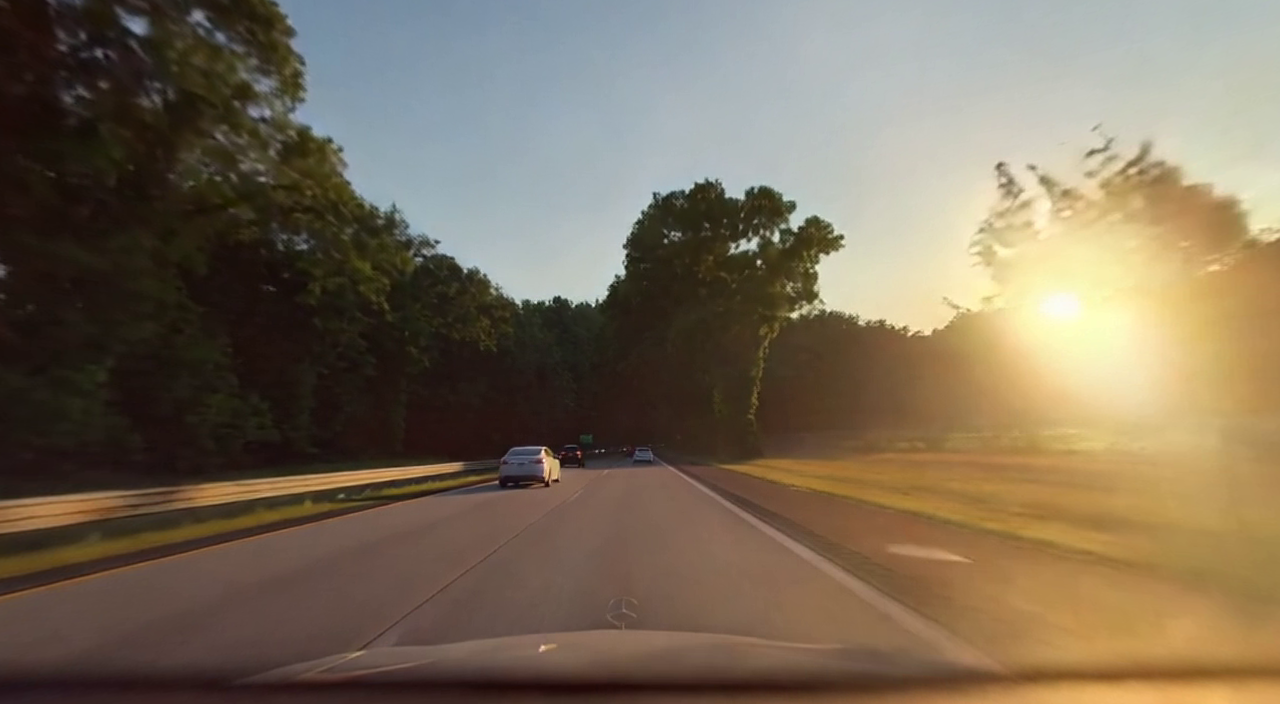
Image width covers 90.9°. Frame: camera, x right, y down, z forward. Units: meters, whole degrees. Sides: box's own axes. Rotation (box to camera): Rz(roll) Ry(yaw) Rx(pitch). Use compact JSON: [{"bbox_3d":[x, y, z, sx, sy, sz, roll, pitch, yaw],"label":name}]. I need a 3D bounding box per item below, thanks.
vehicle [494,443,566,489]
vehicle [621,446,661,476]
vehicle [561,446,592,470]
[{"bbox_3d":[-3.972,4.182,23.424,1.978,1.538,3.755,0,-9,0],"label":"vehicle"},{"bbox_3d":[0.016,5.820,33.757,2.001,1.490,3.914,0,-9,-1],"label":"vehicle"},{"bbox_3d":[-4.466,7.526,44.941,1.834,1.615,3.624,0,-9,0],"label":"vehicle"}]
